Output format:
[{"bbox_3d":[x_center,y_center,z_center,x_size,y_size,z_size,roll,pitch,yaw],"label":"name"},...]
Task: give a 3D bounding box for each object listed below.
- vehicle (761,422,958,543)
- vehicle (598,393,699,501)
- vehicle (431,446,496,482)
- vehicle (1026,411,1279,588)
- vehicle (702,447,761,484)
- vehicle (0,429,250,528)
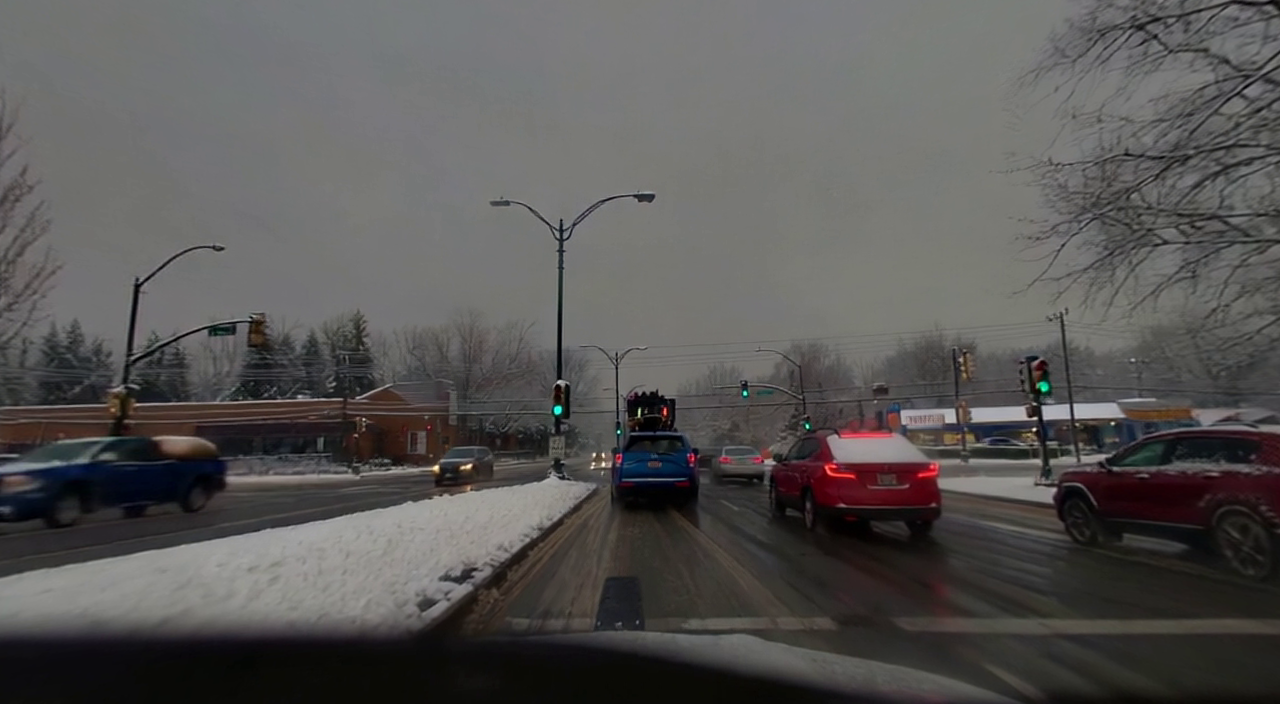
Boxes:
[{"bbox_3d":[3.637,2.240,11.446,2.025,1.754,4.311,0,-9,0],"label":"vehicle"},{"bbox_3d":[0.248,2.518,16.974,2.370,2.518,3.858,-1,-8,1],"label":"vehicle"},{"bbox_3d":[-8.379,5.310,30.244,1.889,1.576,4.044,0,-9,1],"label":"vehicle"},{"bbox_3d":[7.188,1.685,7.781,1.982,1.698,4.408,0,-9,0],"label":"vehicle"},{"bbox_3d":[4.043,5.066,28.529,1.967,1.515,4.378,0,-9,-1],"label":"vehicle"},{"bbox_3d":[-11.832,2.788,14.586,2.163,1.858,5.318,0,-9,0],"label":"vehicle"}]
